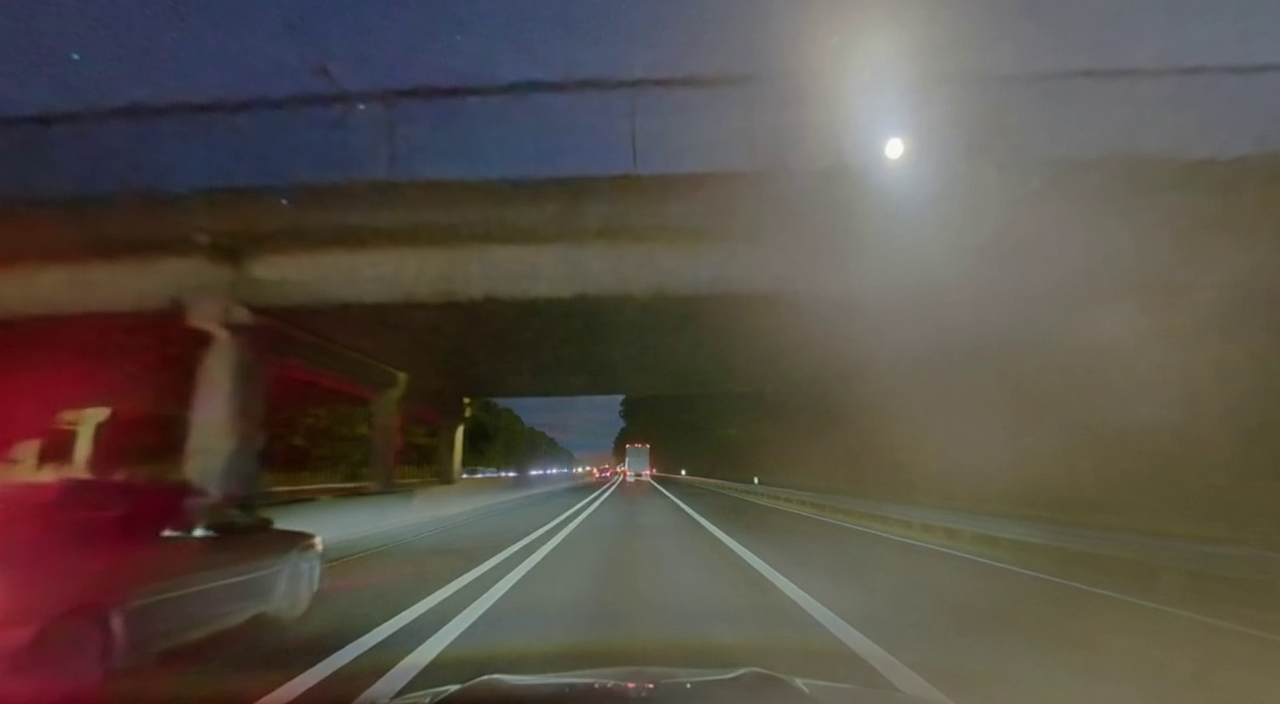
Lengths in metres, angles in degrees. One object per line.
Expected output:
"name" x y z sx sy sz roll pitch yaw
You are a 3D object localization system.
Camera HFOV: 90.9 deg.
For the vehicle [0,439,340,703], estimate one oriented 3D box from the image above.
"vehicle" -4.292 1.398 4.417 1.950 1.460 4.812 0 -10 1
